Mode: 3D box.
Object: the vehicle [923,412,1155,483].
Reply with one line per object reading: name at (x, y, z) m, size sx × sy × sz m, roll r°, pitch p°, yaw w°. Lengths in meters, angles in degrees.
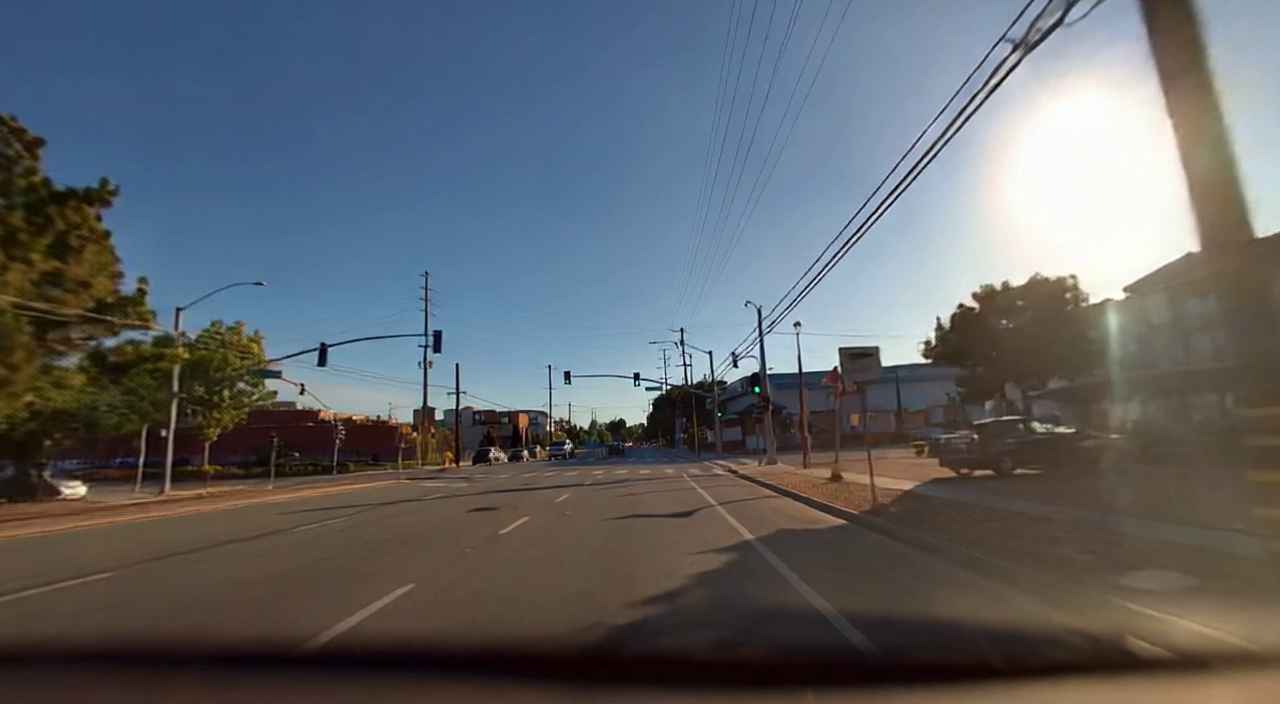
vehicle at (10.475, 2.532, 16.839) m, size 4.765 × 1.738 × 2.101 m, roll 0°, pitch -8°, yaw -2°
